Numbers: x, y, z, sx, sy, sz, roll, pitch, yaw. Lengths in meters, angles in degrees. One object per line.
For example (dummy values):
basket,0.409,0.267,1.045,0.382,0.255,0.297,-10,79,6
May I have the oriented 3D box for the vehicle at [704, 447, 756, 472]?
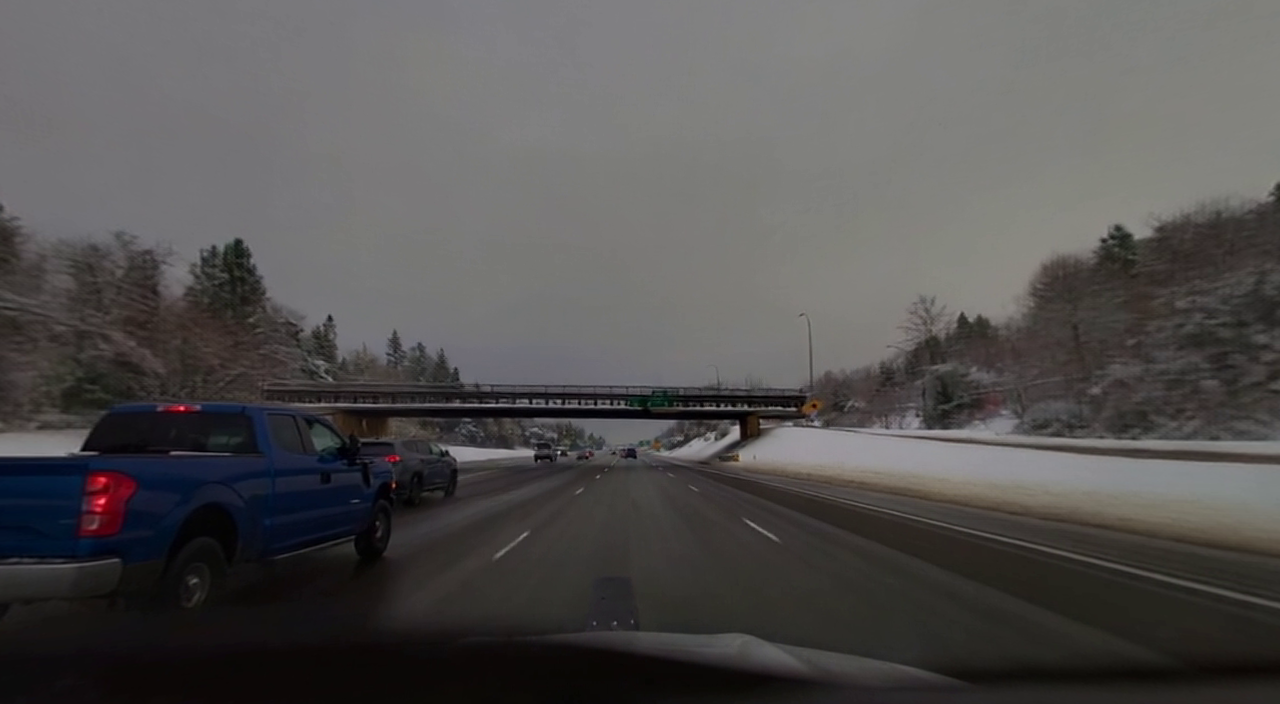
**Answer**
vehicle,6.560,7.908,46.860,2.406,1.702,6.765,1,-9,-4
